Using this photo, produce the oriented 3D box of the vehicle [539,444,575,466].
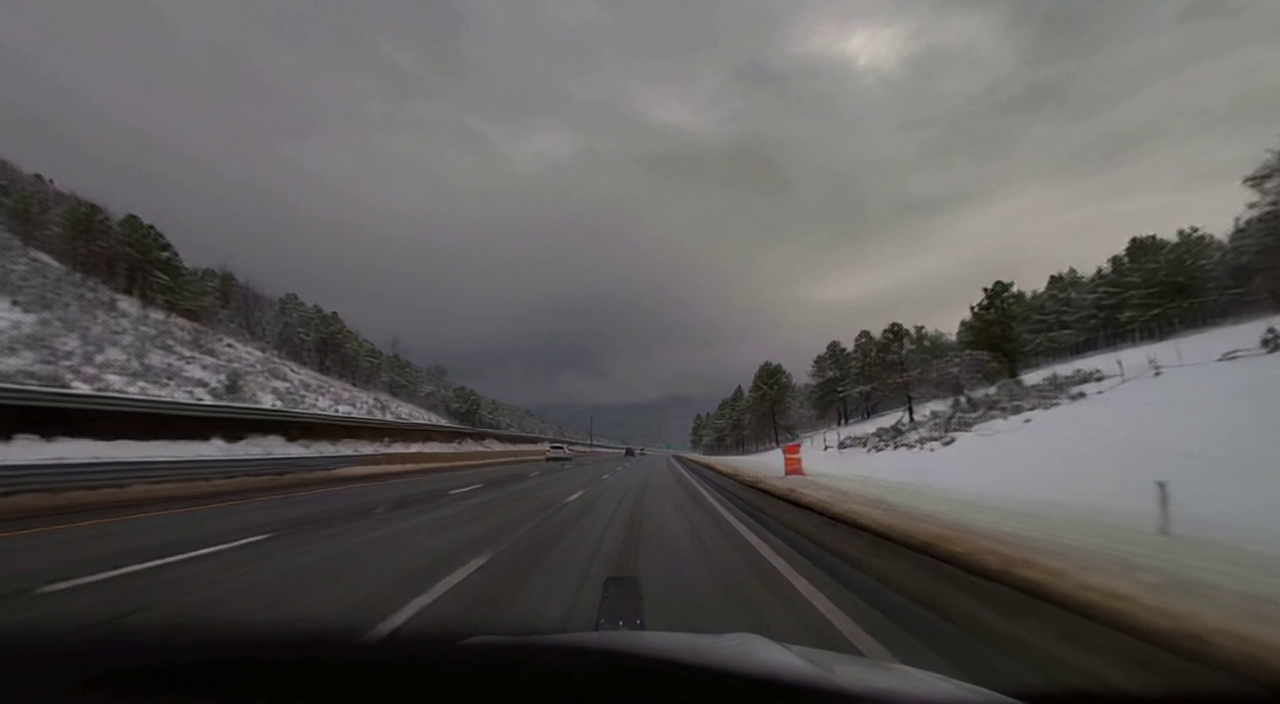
[{"bbox_3d":[-6.169,7.697,47.165,2.042,1.585,4.162,0,-9,1],"label":"vehicle"}]
